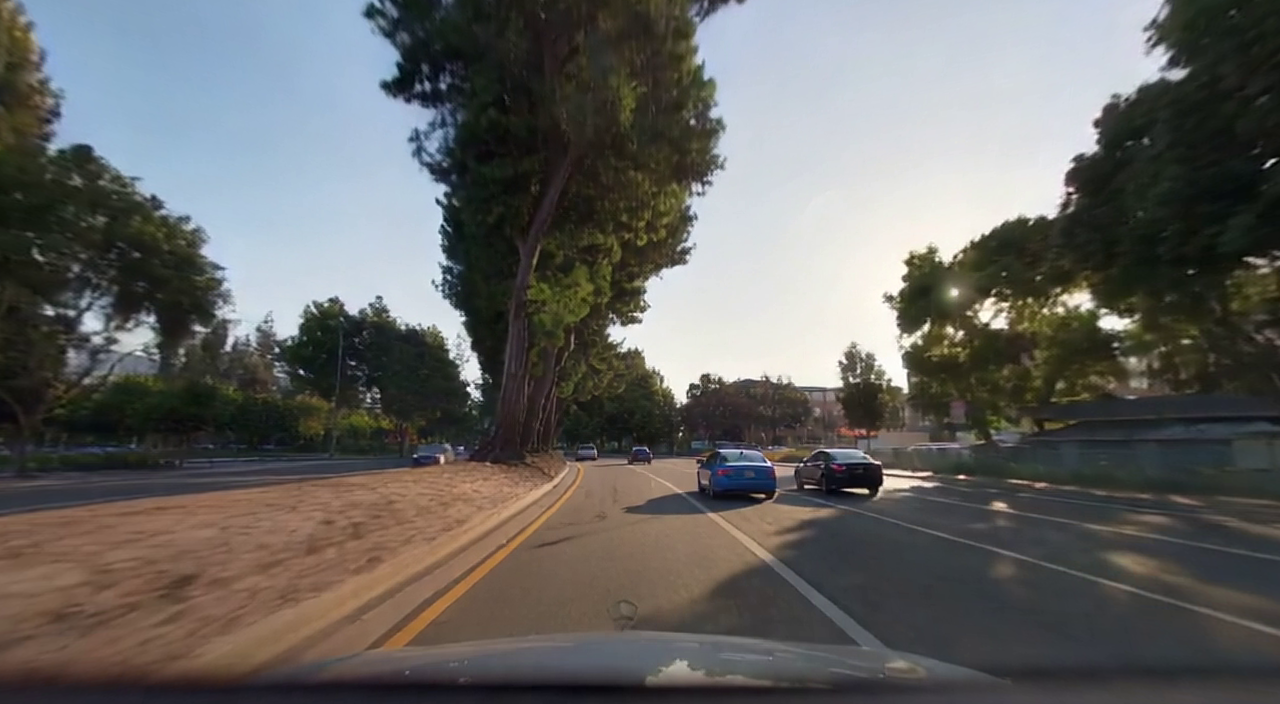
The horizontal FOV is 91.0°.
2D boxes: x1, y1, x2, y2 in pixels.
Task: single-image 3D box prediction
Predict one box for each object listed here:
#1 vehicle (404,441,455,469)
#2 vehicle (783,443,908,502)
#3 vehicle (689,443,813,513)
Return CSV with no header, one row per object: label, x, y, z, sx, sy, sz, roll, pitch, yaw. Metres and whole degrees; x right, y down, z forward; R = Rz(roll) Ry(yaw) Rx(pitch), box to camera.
vehicle,-12.900,6.326,38.819,1.968,1.643,4.351,1,-9,-5
vehicle,5.743,3.417,18.254,1.901,1.474,4.363,1,-9,-4
vehicle,2.549,3.025,15.625,2.077,1.464,4.134,1,-9,-4
